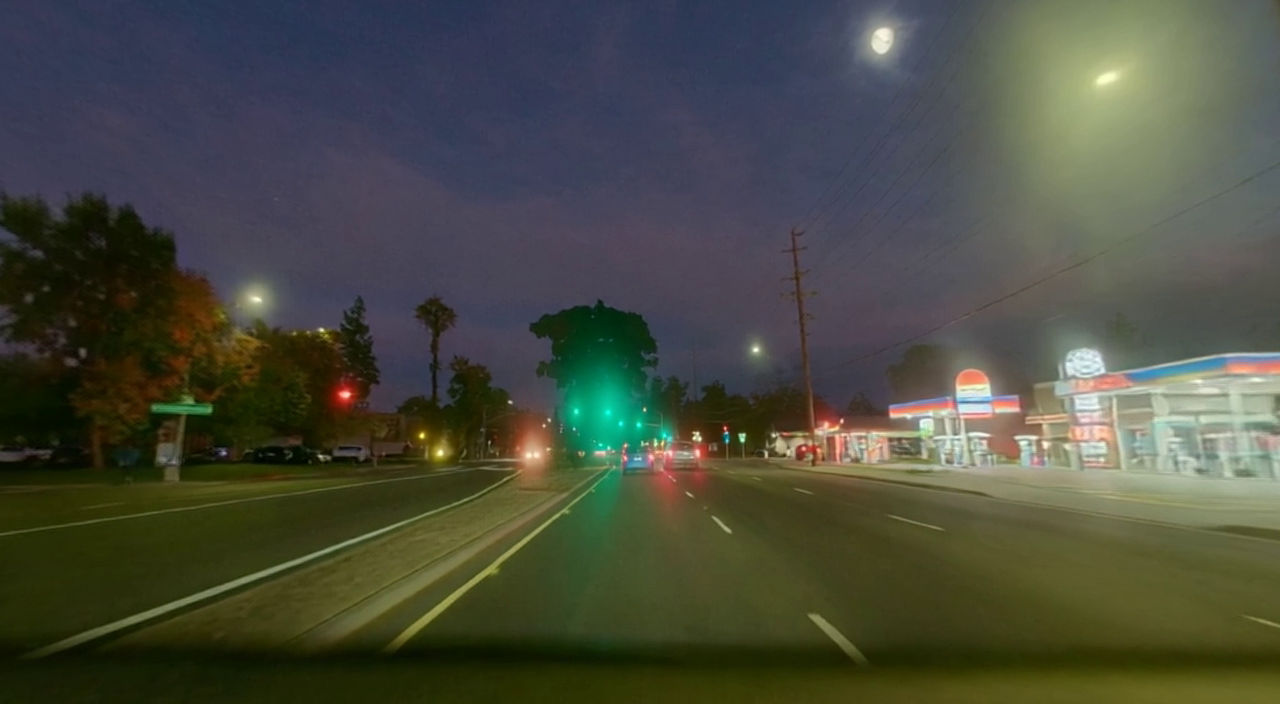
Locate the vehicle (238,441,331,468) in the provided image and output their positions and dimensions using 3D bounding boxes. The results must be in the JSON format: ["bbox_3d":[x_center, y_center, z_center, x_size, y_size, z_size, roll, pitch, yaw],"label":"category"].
[{"bbox_3d":[-27.109,7.871,48.279,6.027,1.805,2.010,3,-11,-26],"label":"vehicle"}]

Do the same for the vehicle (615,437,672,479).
[{"bbox_3d":[0.091,4.297,25.801,2.145,1.572,4.021,0,-8,-1],"label":"vehicle"}]

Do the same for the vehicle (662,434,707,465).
[{"bbox_3d":[3.149,7.170,46.316,2.731,2.101,6.047,0,-8,-1],"label":"vehicle"}]
